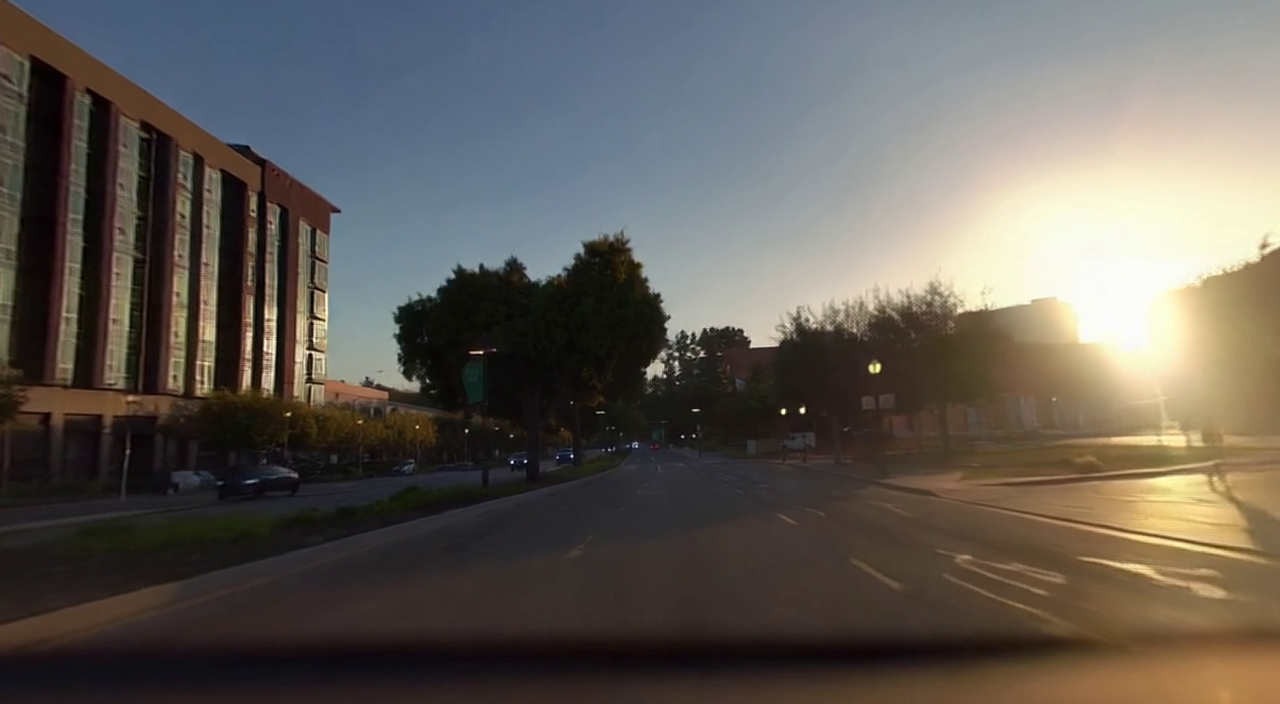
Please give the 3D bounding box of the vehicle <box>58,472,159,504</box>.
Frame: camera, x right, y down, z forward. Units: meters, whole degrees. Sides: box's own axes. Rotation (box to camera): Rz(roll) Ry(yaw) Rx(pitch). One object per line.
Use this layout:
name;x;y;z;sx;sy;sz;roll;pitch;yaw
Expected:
vehicle;-30.043;7.667;35.818;1.799;1.473;4.490;0;-8;0

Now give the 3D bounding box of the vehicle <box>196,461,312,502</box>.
vehicle;-16.746;5.616;27.690;1.878;1.492;4.648;-1;-8;5
